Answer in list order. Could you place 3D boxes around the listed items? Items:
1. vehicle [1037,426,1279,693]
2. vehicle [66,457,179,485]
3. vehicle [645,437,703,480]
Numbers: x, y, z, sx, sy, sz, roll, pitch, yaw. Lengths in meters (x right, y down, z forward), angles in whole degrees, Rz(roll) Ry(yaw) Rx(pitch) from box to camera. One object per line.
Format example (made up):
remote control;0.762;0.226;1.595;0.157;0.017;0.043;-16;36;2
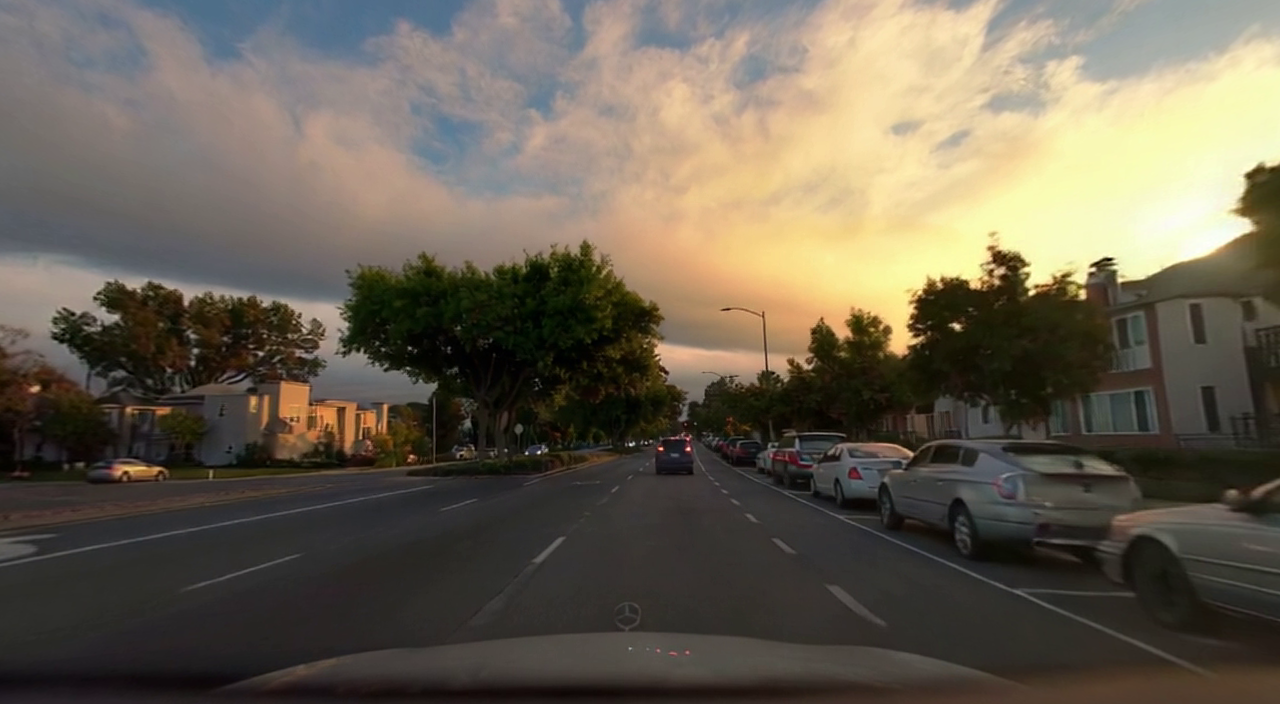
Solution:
vehicle;4.454;1.064;2.972;1.855;1.445;4.895;0;-9;-2
vehicle;-29.537;6.770;36.095;4.591;1.468;1.805;1;-9;-9
vehicle;1.284;4.060;24.278;2.011;1.480;4.170;-1;-9;3
